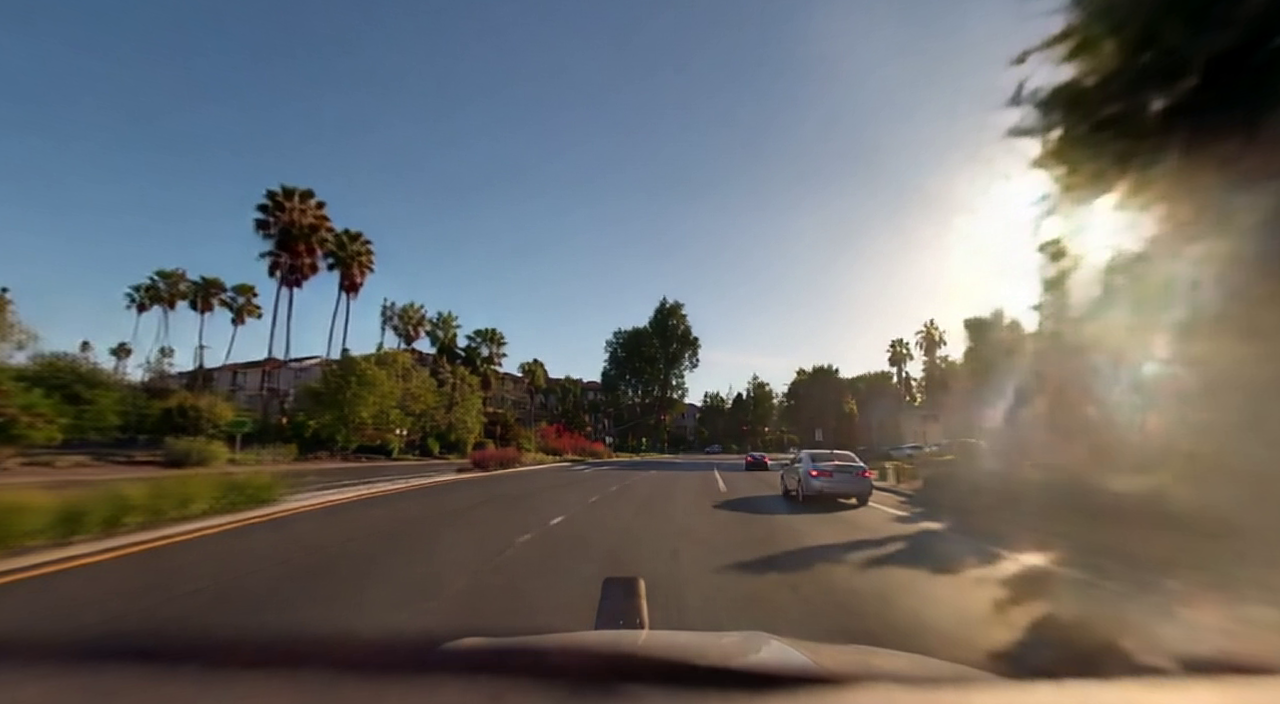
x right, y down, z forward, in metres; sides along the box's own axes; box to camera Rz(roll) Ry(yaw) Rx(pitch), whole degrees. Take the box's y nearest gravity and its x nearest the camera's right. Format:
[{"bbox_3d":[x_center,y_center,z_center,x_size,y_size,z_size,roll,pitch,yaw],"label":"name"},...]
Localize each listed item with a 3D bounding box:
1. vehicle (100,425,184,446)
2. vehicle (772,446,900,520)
[{"bbox_3d":[-38.167,6.396,48.479,1.793,1.450,4.673,-9,-11,38],"label":"vehicle"},{"bbox_3d":[4.435,2.993,14.957,1.993,1.483,3.821,0,-9,3],"label":"vehicle"}]
